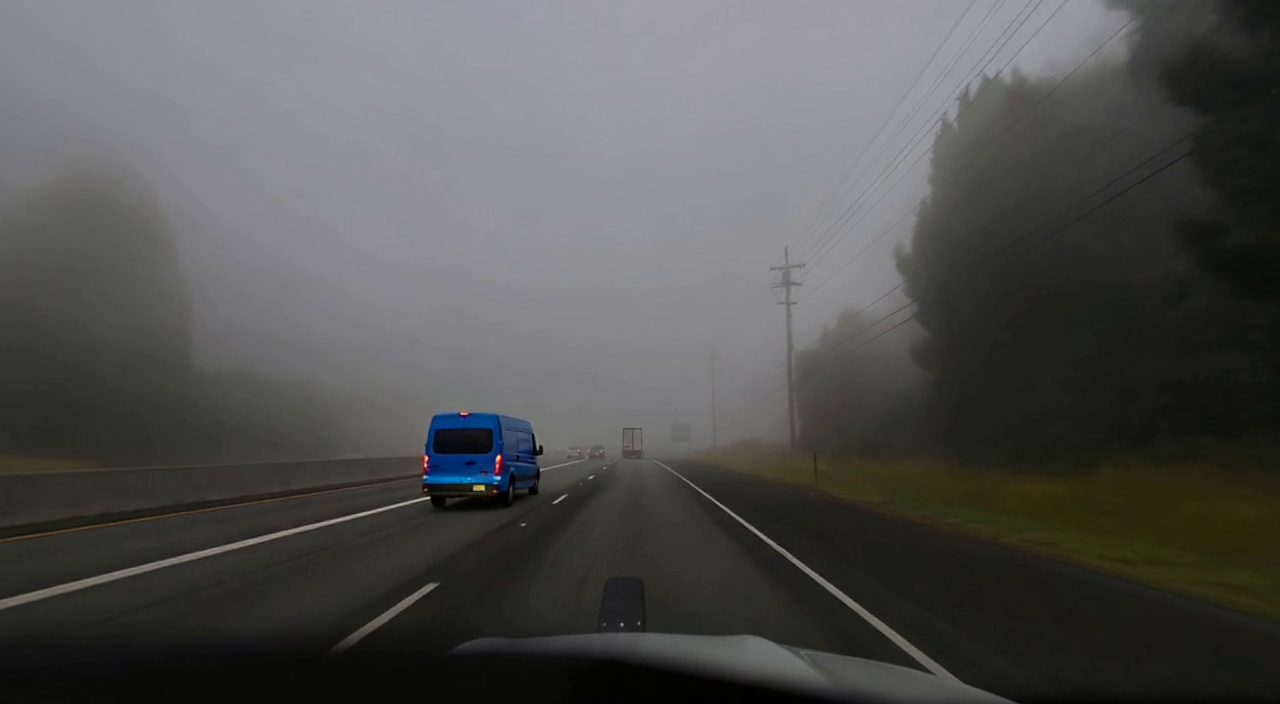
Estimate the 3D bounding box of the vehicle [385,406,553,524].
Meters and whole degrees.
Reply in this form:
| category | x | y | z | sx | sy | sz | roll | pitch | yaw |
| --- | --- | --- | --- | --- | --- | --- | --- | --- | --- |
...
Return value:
| category | x | y | z | sx | sy | sz | roll | pitch | yaw |
| --- | --- | --- | --- | --- | --- | --- | --- | --- | --- |
| vehicle | -3.305 | 2.345 | 13.528 | 2.197 | 2.011 | 5.130 | 0 | -9 | -1 |
